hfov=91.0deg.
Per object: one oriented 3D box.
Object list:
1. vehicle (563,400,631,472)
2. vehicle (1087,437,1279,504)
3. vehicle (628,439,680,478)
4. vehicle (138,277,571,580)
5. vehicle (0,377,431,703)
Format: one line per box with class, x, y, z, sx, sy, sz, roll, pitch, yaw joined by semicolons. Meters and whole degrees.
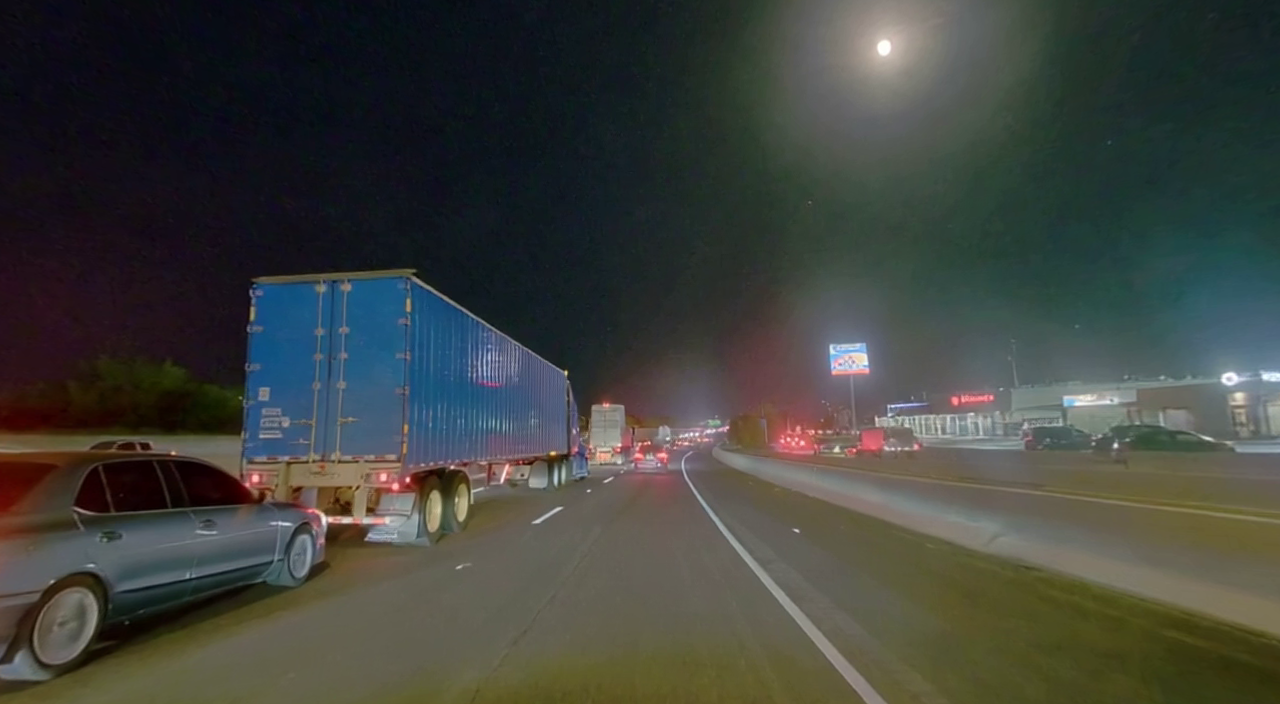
vehicle;-2.408;5.303;39.196;3.073;3.894;9.782;-1;-9;3
vehicle;14.121;2.987;16.323;1.873;1.491;4.413;0;-9;2
vehicle;0.670;4.787;28.485;2.178;1.640;4.071;-1;-9;2
vehicle;-3.522;1.461;11.311;3.020;3.192;9.194;-1;-9;3
vehicle;-3.846;1.266;5.277;2.896;1.779;3.441;0;-8;2
